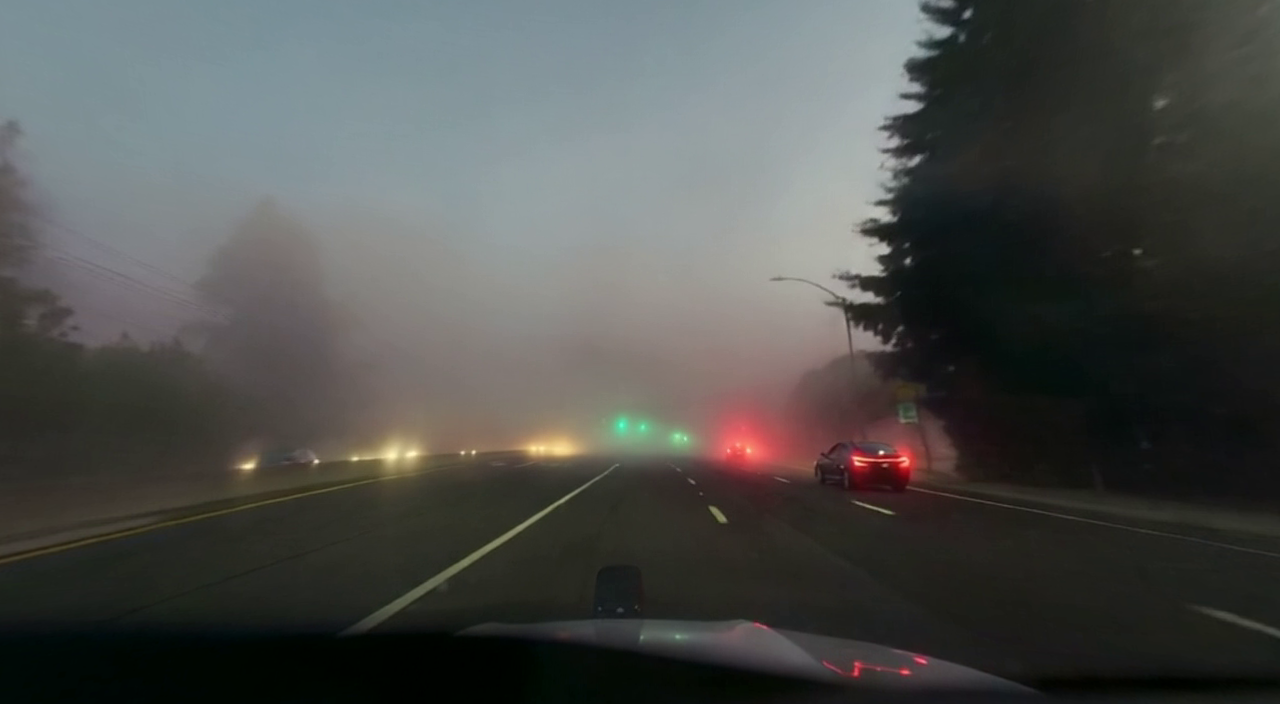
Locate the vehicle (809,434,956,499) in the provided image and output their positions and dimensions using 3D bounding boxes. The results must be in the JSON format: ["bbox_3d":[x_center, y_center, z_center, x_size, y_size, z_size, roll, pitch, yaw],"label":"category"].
[{"bbox_3d":[6.382,3.067,17.342,2.113,1.520,4.650,0,-8,-1],"label":"vehicle"}]

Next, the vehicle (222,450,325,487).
[{"bbox_3d":[-16.265,5.160,28.363,1.903,1.477,4.721,0,-8,-2],"label":"vehicle"}]

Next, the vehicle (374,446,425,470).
[{"bbox_3d":[-17.351,7.642,45.787,1.937,1.676,4.718,0,-8,-1],"label":"vehicle"}]
